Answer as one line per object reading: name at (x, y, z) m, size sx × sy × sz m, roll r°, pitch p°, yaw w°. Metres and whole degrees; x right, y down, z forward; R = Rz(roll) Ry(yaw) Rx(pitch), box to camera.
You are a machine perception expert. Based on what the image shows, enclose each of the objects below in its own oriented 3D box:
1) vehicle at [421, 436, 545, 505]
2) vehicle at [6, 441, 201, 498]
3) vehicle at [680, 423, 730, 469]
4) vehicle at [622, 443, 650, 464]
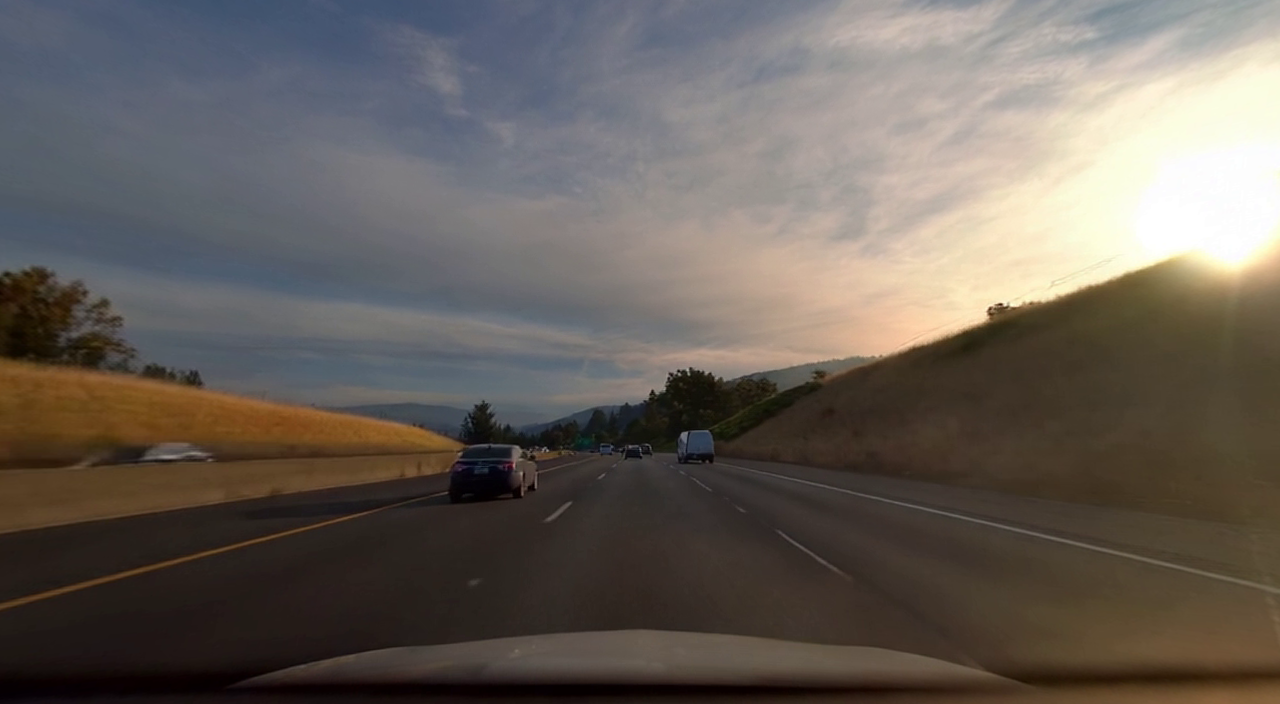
vehicle at (-3.855, 3.017, 16.380) m, size 2.054 × 1.529 × 4.368 m, roll 0°, pitch -9°, yaw 1°
vehicle at (-15.838, 3.481, 19.035) m, size 1.846 × 1.489 × 4.623 m, roll 0°, pitch -9°, yaw -1°
vehicle at (3.915, 5.849, 39.174) m, size 2.361 × 2.636 × 5.684 m, roll 0°, pitch -9°, yaw -1°
vehicle at (-0.327, 7.797, 48.422) m, size 2.007 × 1.456 × 3.719 m, roll 0°, pitch -9°, yaw -1°
